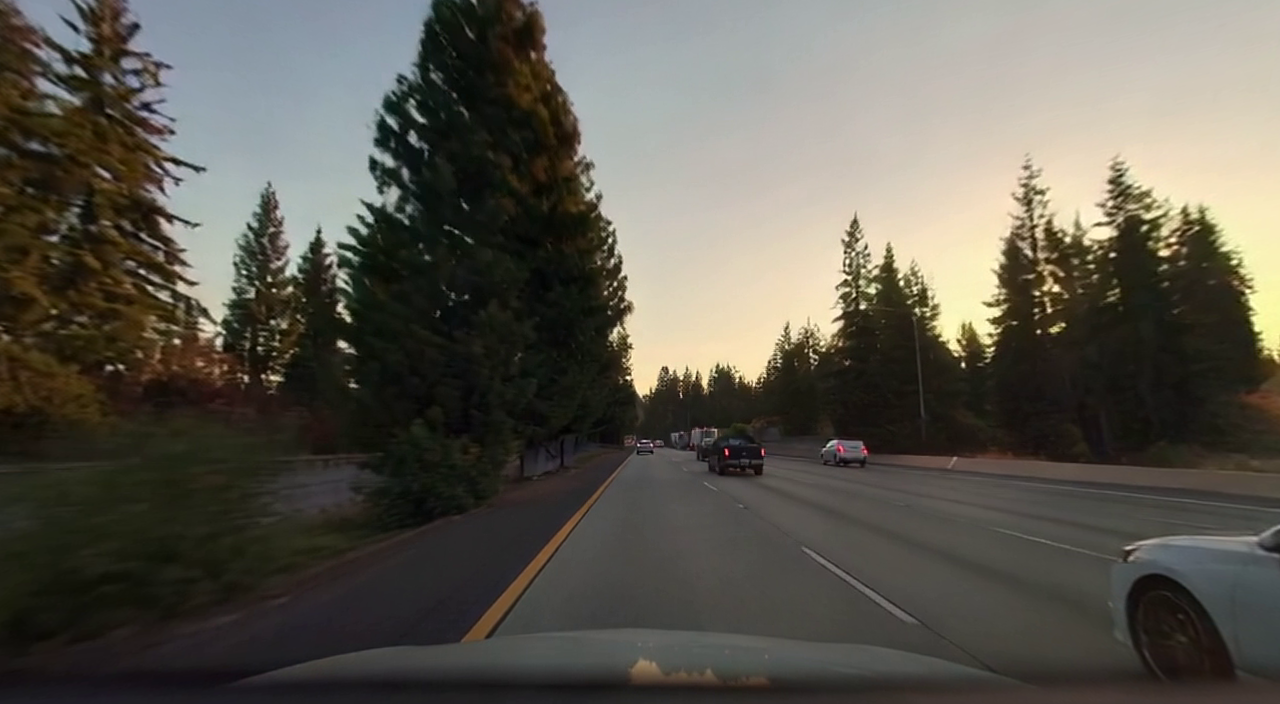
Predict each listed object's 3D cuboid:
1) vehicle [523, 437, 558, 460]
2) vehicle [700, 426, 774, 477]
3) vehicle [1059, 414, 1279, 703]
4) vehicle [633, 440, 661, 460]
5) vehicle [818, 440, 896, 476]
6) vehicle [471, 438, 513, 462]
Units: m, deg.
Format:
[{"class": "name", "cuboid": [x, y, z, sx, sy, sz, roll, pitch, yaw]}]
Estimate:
[{"class": "vehicle", "cuboid": [-7.622, 7.465, 48.617, 1.980, 1.702, 4.285, 0, -8, 1]}, {"class": "vehicle", "cuboid": [3.916, 4.156, 26.419, 2.206, 1.902, 5.460, 0, -8, 0]}, {"class": "vehicle", "cuboid": [3.406, 0.798, 1.229, 1.904, 1.453, 4.789, 0, -8, 1]}, {"class": "vehicle", "cuboid": [0.555, 7.489, 48.218, 2.052, 1.472, 4.295, 0, -8, 0]}, {"class": "vehicle", "cuboid": [9.819, 4.805, 28.820, 2.002, 1.500, 4.715, 0, -8, 1]}, {"class": "vehicle", "cuboid": [-11.183, 7.388, 47.641, 2.040, 1.698, 4.468, 0, -8, 0]}]
